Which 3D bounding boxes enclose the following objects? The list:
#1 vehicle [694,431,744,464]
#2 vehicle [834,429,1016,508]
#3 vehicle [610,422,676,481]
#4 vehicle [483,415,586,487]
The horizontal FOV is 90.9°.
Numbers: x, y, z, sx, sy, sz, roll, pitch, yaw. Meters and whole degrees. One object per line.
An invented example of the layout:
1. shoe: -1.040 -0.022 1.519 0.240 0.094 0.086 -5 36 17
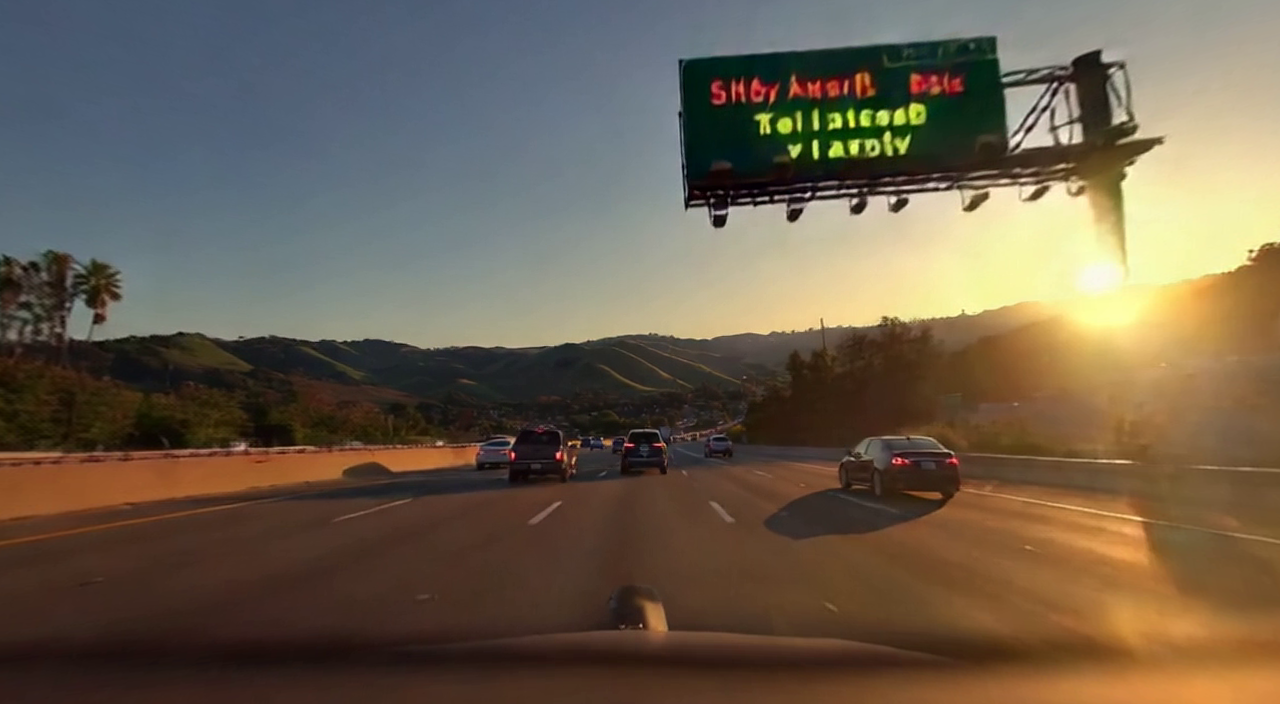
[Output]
1. vehicle: 4.438 5.473 36.181 2.067 1.775 4.372 0 -8 -3
2. vehicle: 6.048 2.515 14.092 1.998 1.456 4.338 0 -8 -1
3. vehicle: 0.125 3.400 21.681 2.052 1.808 3.898 -1 -8 1
4. vehicle: -3.203 3.209 20.604 2.316 1.999 5.765 0 -8 1
